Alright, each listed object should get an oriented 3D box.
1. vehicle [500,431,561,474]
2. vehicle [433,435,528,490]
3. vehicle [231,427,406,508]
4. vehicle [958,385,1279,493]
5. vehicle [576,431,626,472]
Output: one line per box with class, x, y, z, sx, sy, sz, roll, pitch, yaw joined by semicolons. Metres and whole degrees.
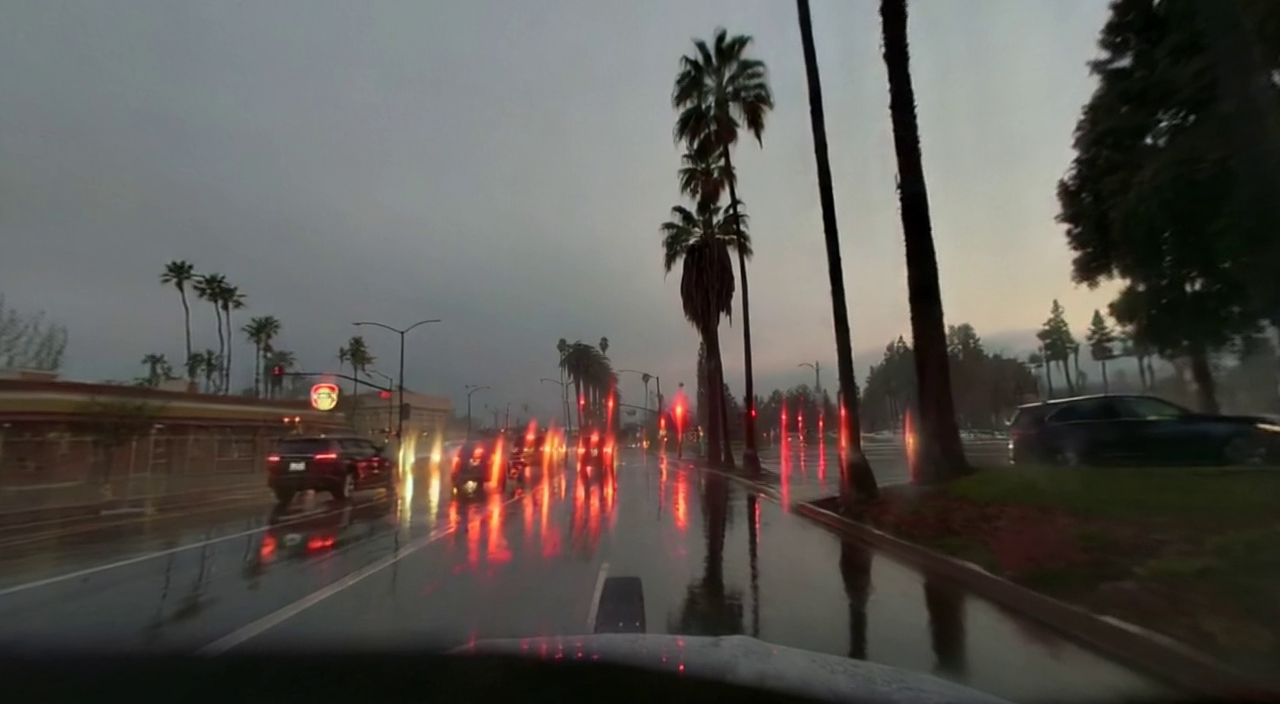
vehicle;-5.091;4.789;30.161;2.025;1.862;4.804;0;-9;0
vehicle;-5.094;3.596;20.864;1.885;1.567;4.775;0;-9;0
vehicle;-8.470;3.097;17.349;2.178;1.864;5.005;0;-9;-1
vehicle;9.504;1.768;12.882;4.774;1.975;2.245;0;-9;-2
vehicle;-1.741;4.671;29.747;2.153;1.759;4.320;0;-9;-1
